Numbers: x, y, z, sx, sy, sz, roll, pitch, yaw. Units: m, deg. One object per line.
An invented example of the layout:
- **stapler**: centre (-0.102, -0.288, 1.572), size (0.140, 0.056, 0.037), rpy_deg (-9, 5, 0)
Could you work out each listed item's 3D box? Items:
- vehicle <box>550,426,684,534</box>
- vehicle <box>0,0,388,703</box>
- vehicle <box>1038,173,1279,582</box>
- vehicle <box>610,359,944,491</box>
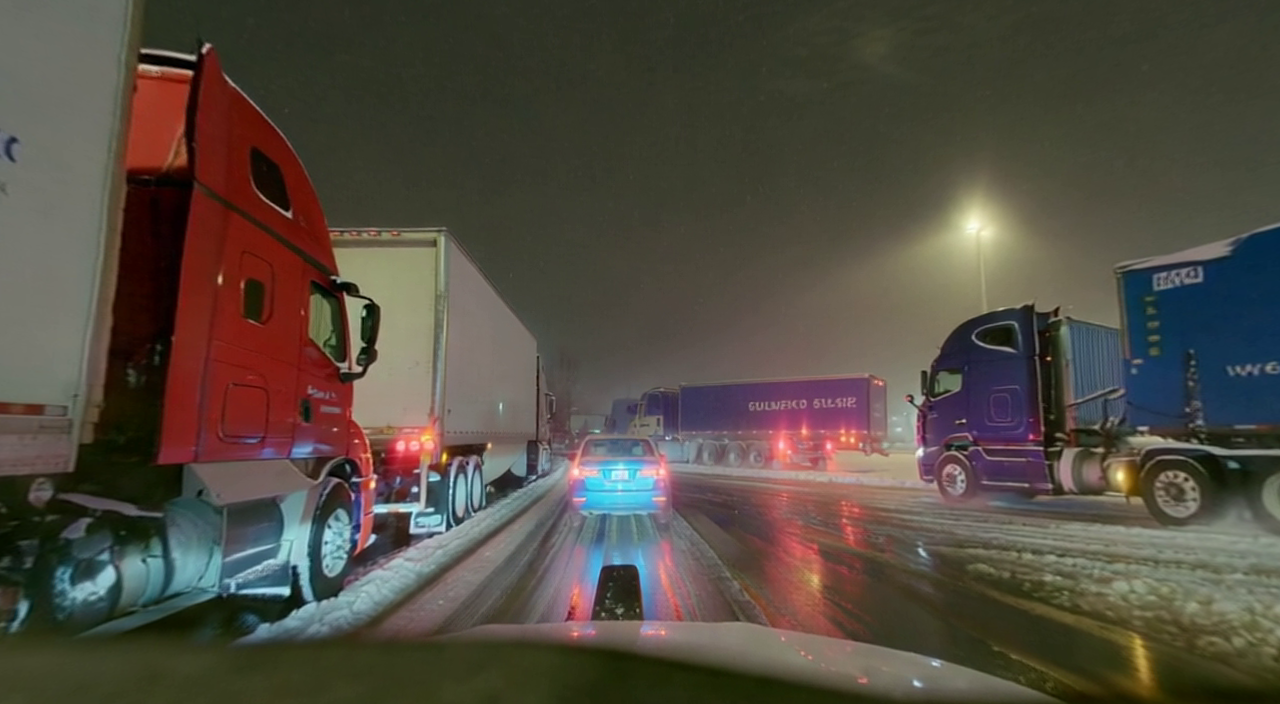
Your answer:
- **vehicle**: centre (-0.391, 2.345, 12.027), size (2.140, 1.682, 3.971), rpy_deg (0, -9, -1)
- **vehicle**: centre (-3.954, -0.021, 1.661), size (2.986, 3.391, 9.523), rpy_deg (0, -9, -3)
- **vehicle**: centre (11.160, -0.176, 4.305), size (13.564, 4.152, 3.110), rpy_deg (-9, -12, 42)
- **vehicle**: centre (4.458, 3.199, 26.111), size (2.877, 4.124, 14.516), rpy_deg (4, -9, -41)
